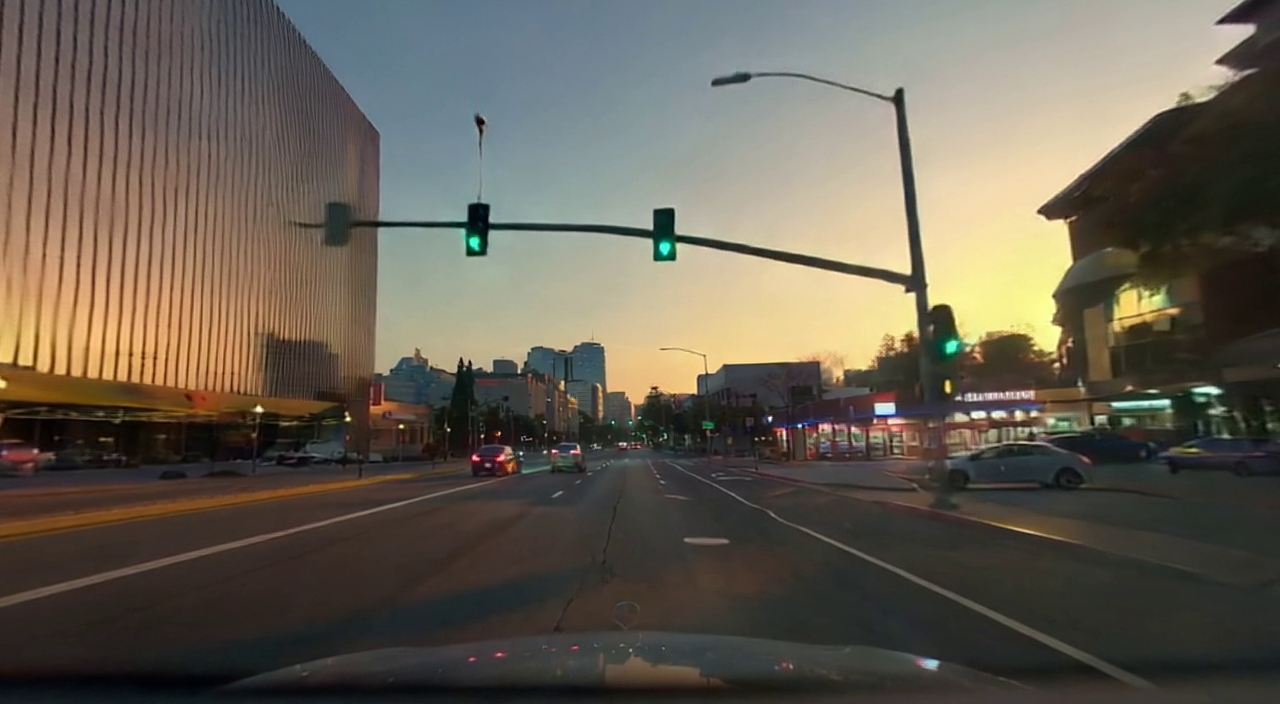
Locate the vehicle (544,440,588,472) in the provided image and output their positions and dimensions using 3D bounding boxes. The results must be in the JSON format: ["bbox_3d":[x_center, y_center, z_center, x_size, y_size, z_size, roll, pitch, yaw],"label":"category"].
[{"bbox_3d":[-4.263,6.016,36.845,2.052,1.729,4.195,0,-8,0],"label":"vehicle"}]

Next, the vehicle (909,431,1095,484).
[{"bbox_3d":[11.037,3.265,19.591,4.513,1.541,1.948,-1,-9,6],"label":"vehicle"}]

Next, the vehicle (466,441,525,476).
[{"bbox_3d":[-7.219,5.353,32.035,1.909,1.605,4.561,0,-8,0],"label":"vehicle"}]
